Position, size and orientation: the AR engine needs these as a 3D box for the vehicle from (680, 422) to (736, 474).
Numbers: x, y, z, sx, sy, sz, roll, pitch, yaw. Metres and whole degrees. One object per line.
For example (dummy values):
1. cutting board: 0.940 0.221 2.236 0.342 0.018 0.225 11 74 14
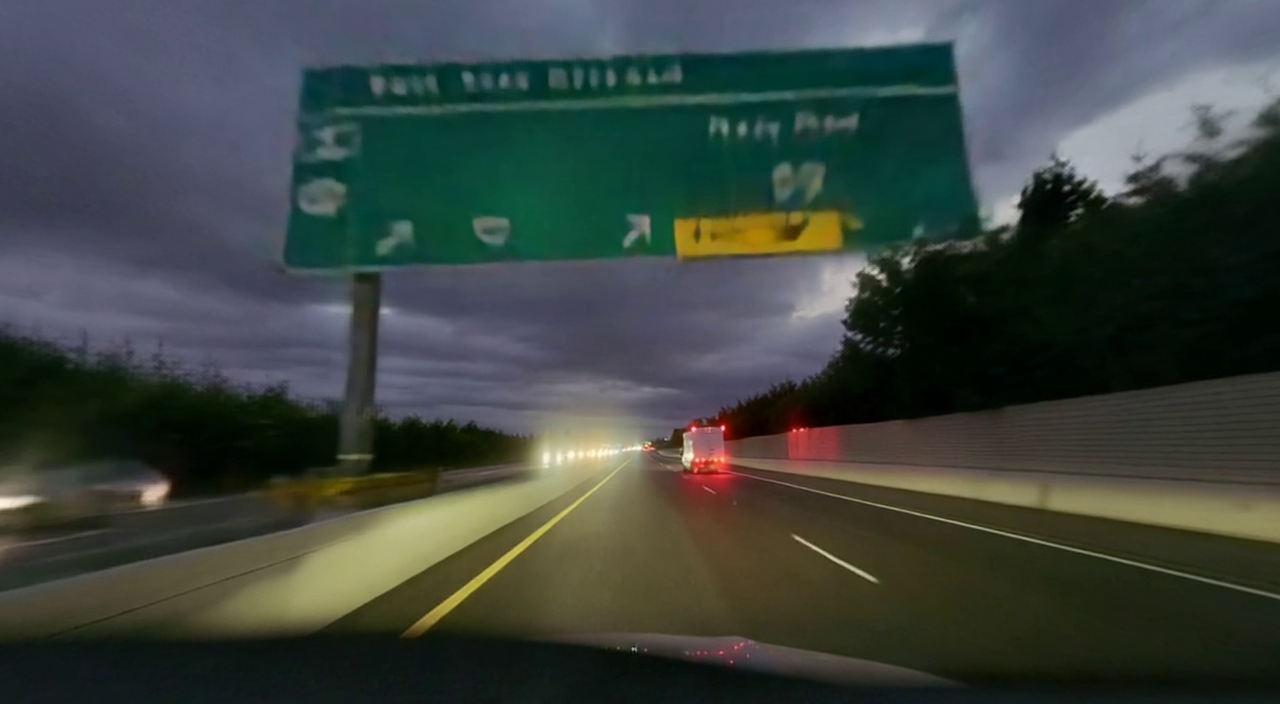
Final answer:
1. vehicle: 3.954 5.767 37.808 2.449 2.805 6.763 0 -9 -1
